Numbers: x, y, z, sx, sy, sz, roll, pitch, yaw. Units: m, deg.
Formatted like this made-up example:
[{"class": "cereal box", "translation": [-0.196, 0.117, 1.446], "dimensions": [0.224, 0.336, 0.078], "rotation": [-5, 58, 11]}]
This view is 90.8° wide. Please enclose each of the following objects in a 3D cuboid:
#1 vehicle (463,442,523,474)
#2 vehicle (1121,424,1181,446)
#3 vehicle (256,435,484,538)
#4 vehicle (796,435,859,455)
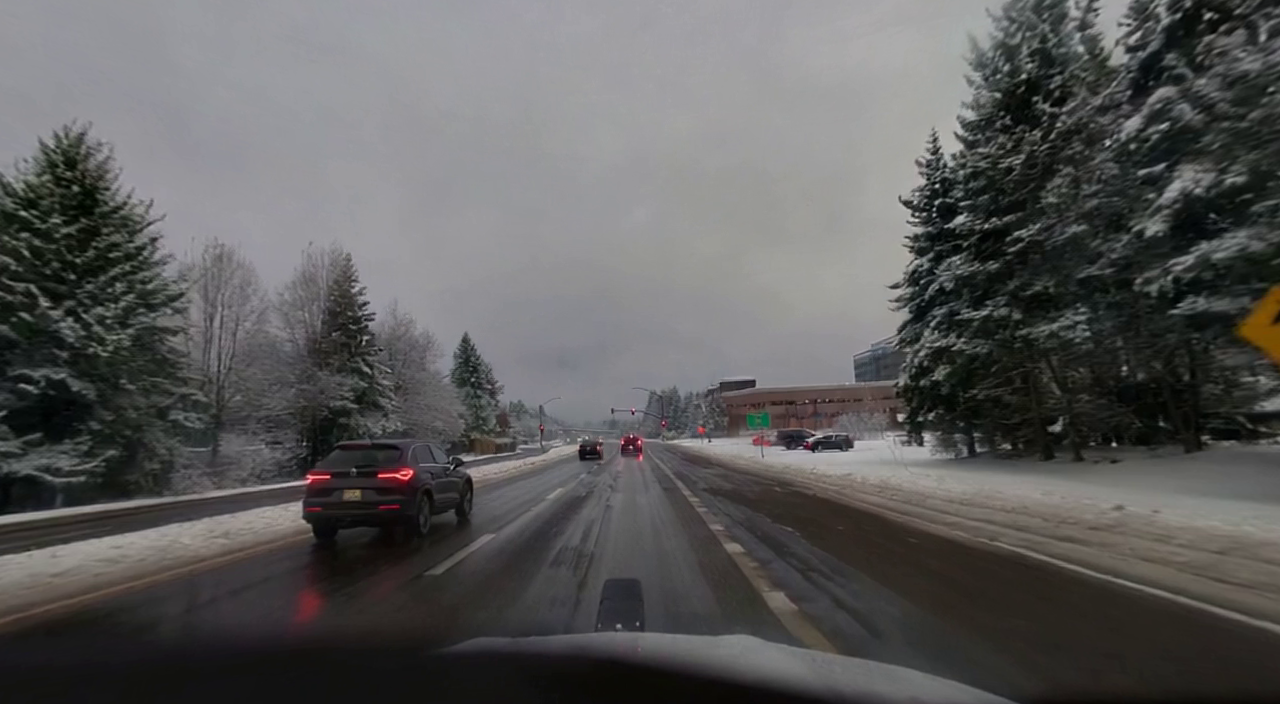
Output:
[{"class": "vehicle", "translation": [-7.235, 5.235, 31.523], "dimensions": [1.852, 1.458, 4.422], "rotation": [0, -8, 1]}, {"class": "vehicle", "translation": [39.766, 6.487, 49.132], "dimensions": [4.191, 1.660, 2.091], "rotation": [5, -10, -30]}, {"class": "vehicle", "translation": [-4.532, 2.308, 11.562], "dimensions": [1.920, 1.480, 4.549], "rotation": [-1, -8, 4]}, {"class": "vehicle", "translation": [14.502, 7.208, 48.820], "dimensions": [4.505, 1.472, 2.020], "rotation": [4, -10, -27]}]
